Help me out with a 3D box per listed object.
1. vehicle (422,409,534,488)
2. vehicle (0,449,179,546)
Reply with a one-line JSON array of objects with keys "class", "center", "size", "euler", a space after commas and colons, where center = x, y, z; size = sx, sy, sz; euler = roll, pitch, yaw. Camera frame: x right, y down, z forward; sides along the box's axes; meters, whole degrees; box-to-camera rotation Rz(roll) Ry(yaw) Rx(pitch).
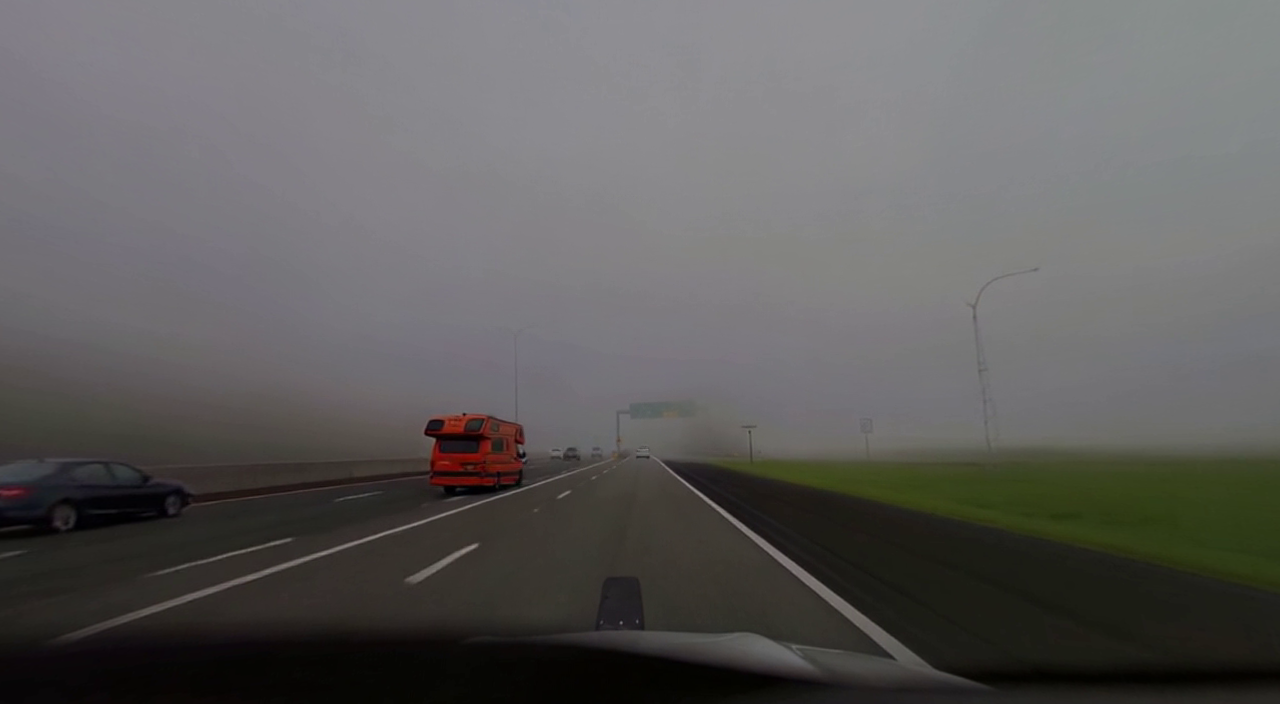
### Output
[{"class": "vehicle", "center": [-6.769, 4.212, 27.648], "size": [2.747, 2.934, 7.411], "euler": [0, -9, 2]}, {"class": "vehicle", "center": [-10.757, 2.435, 10.977], "size": [1.922, 1.448, 4.638], "euler": [0, -9, 0]}]
